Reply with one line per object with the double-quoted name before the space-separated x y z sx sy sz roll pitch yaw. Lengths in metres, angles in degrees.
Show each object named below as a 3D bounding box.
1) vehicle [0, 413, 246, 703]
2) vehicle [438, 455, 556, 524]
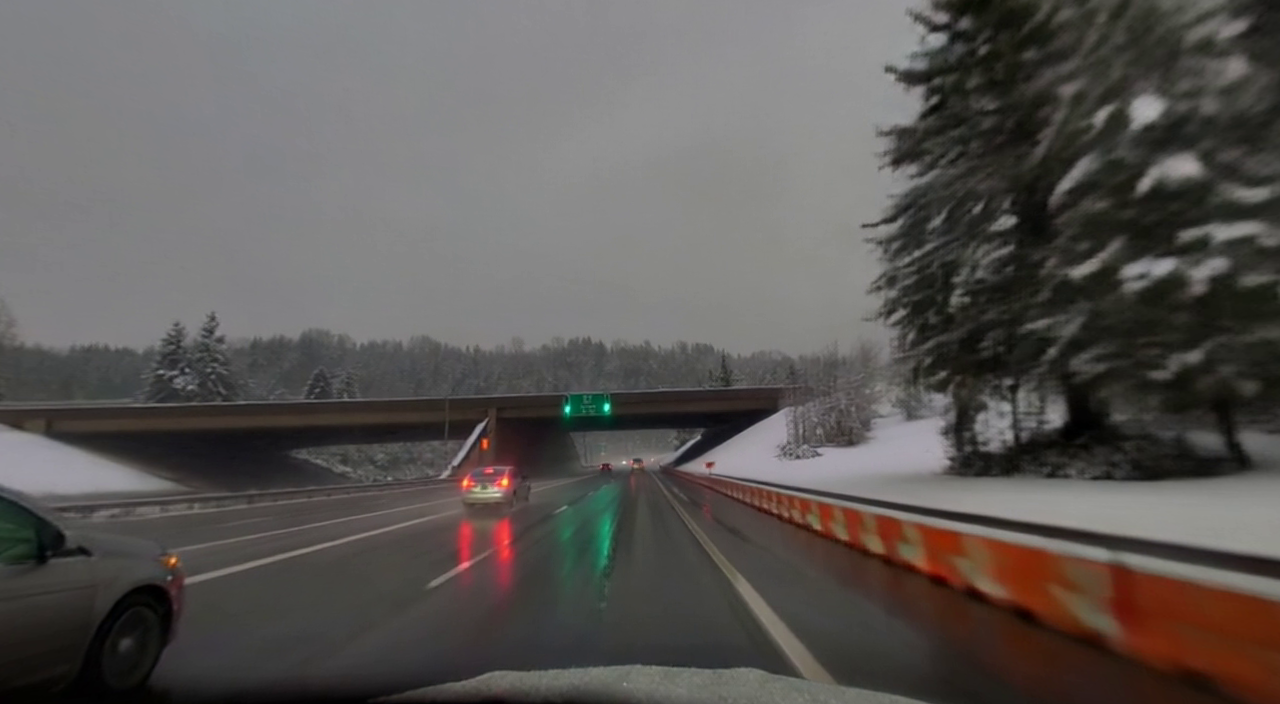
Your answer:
"vehicle" -3.684 0.829 1.658 2.023 1.507 5.082 1 -10 0
"vehicle" -3.395 3.361 15.735 1.992 1.466 3.690 1 -10 1
